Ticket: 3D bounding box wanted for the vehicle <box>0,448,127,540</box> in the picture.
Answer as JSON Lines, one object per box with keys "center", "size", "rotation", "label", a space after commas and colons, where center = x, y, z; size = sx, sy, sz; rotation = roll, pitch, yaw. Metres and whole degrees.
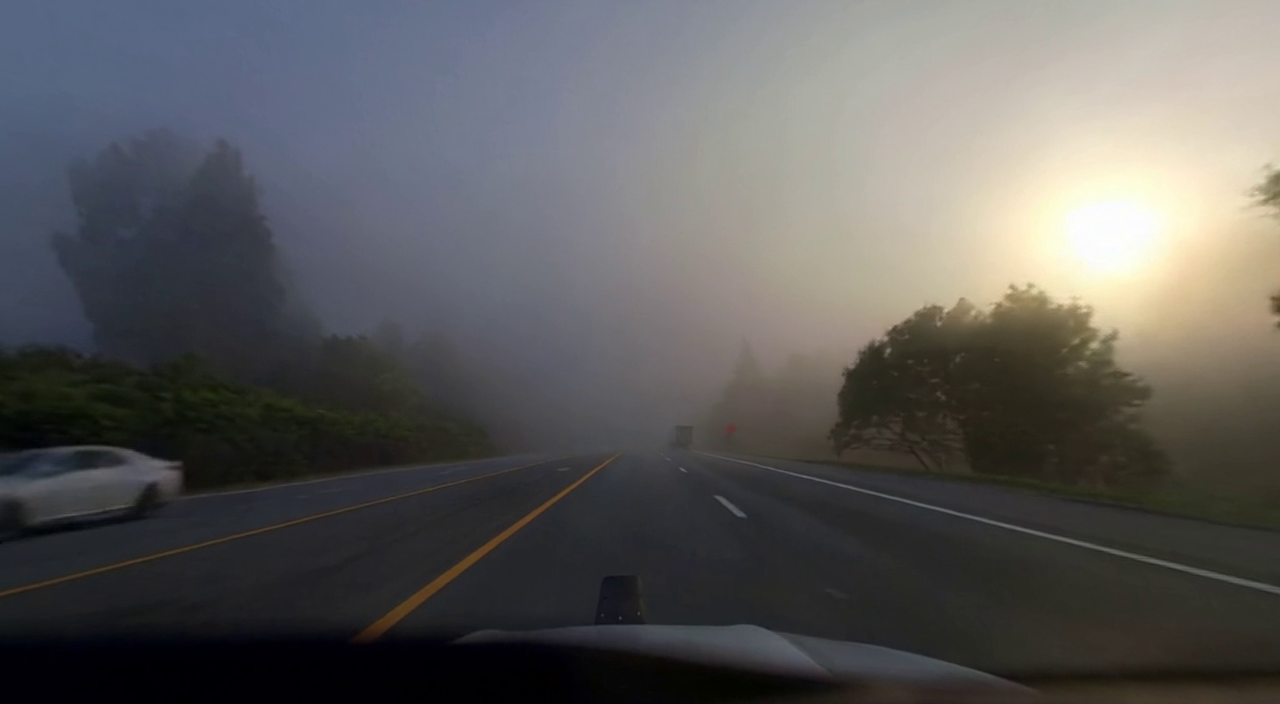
{"center": [-11.766, 2.473, 10.993], "size": [1.874, 1.495, 4.409], "rotation": [0, -8, 0], "label": "vehicle"}
